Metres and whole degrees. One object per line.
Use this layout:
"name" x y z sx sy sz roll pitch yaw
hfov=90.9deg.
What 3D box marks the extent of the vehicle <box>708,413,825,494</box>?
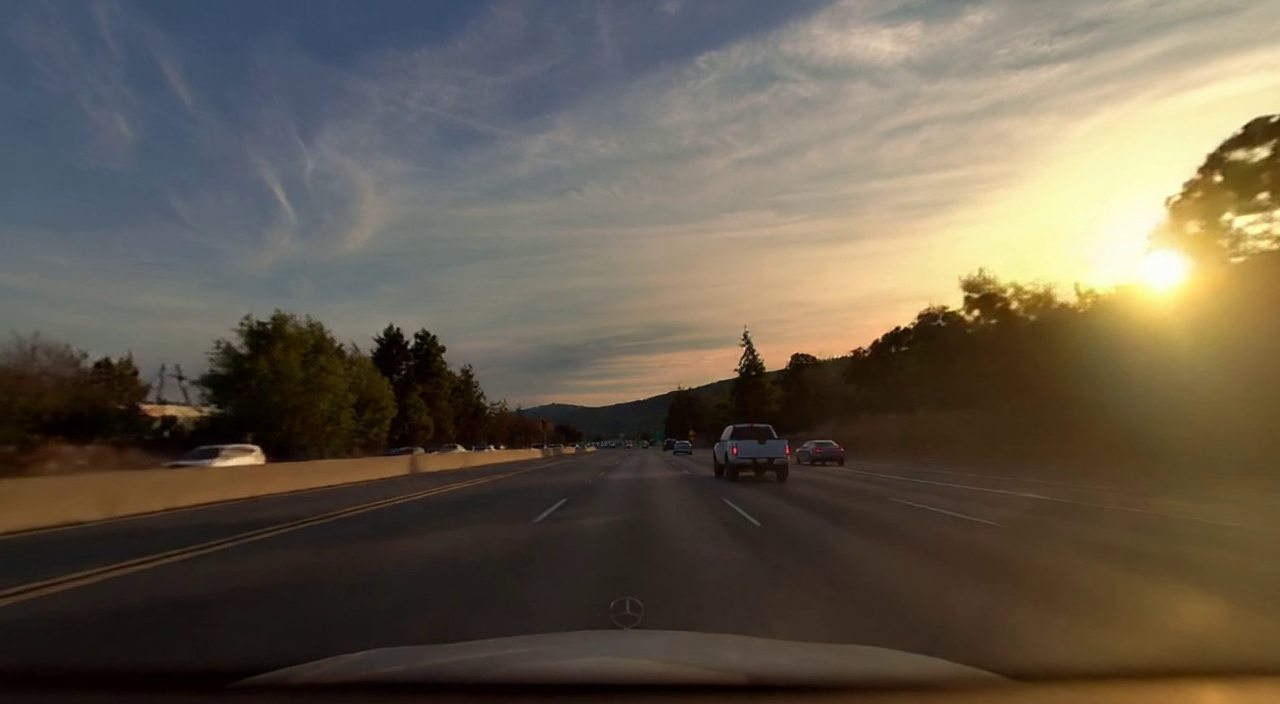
"vehicle" 3.417 2.903 18.359 2.218 1.964 5.662 0 -8 0
